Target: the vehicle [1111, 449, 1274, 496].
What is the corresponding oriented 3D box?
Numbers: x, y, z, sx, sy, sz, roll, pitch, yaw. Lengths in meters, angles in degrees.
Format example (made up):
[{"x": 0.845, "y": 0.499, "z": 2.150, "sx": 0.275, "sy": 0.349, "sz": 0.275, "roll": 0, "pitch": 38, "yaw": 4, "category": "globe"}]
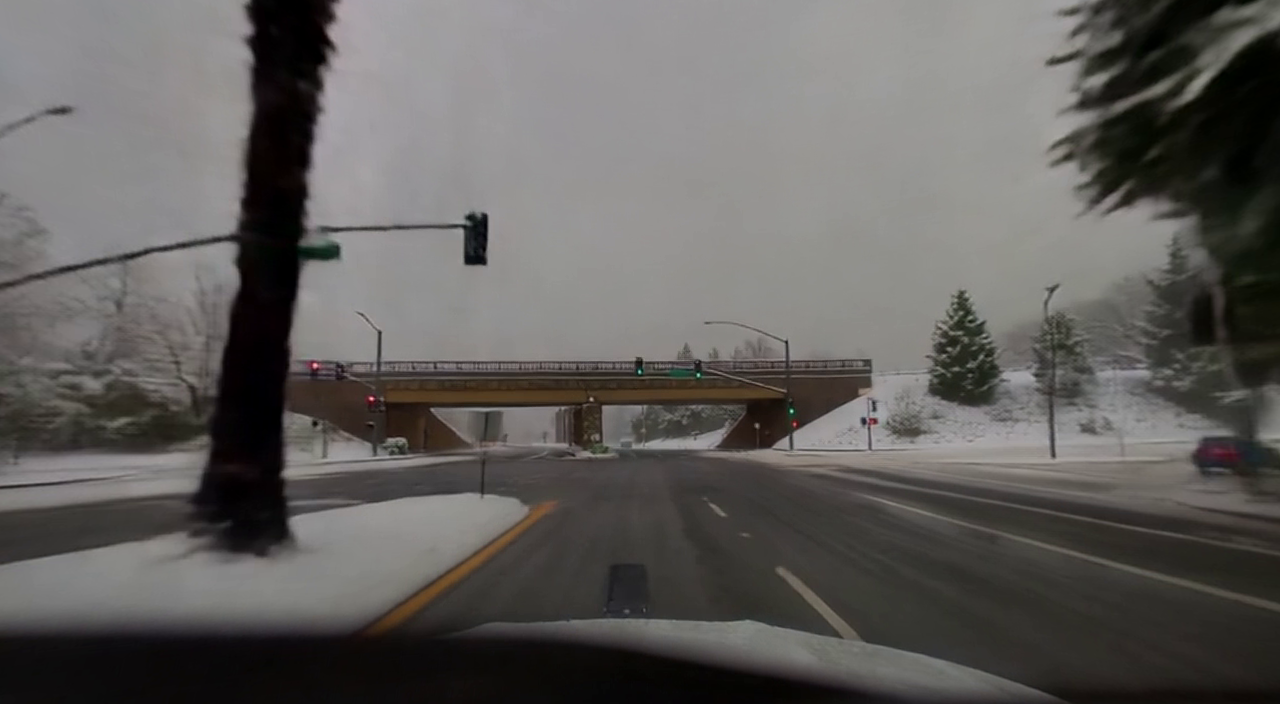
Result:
[{"x": 18.673, "y": 4.027, "z": 21.340, "sx": 4.556, "sy": 1.436, "sz": 1.982, "roll": 3, "pitch": -10, "yaw": -19, "category": "vehicle"}]
